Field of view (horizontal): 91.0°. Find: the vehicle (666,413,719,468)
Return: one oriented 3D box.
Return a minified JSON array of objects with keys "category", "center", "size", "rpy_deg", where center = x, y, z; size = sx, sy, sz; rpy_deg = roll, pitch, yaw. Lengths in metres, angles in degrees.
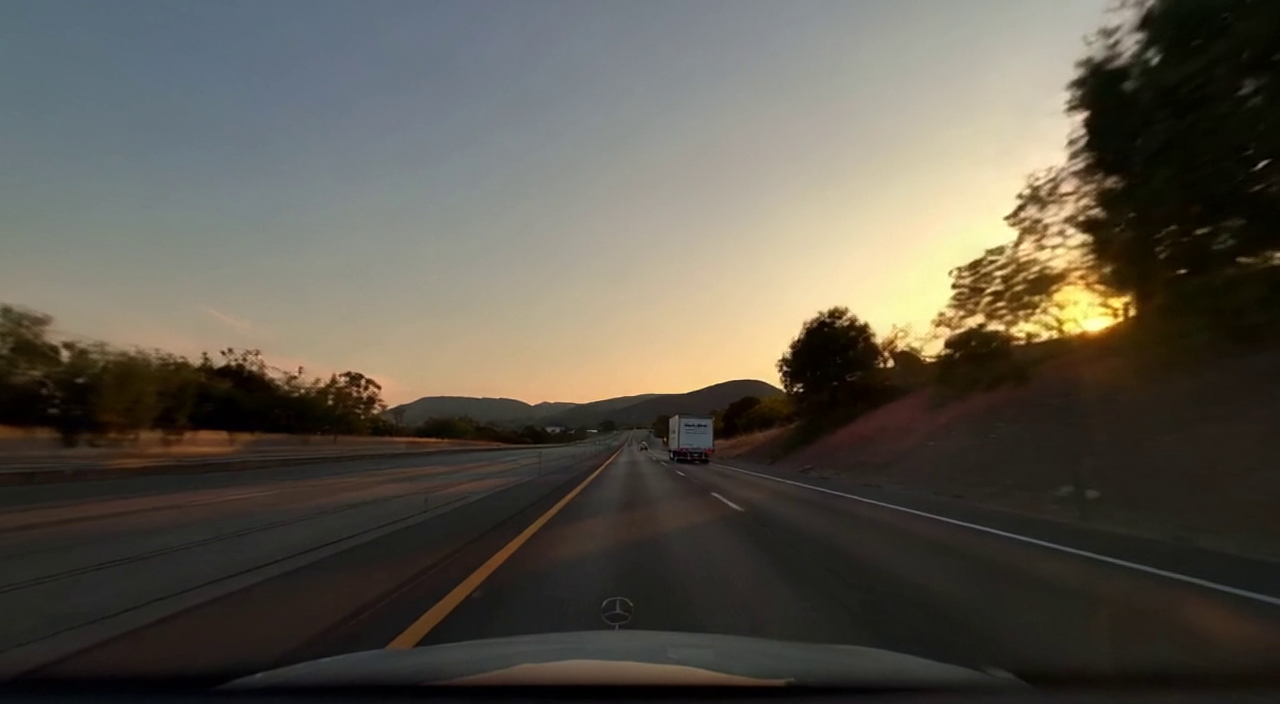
[{"category":"vehicle","center":[3.247,5.765,40.972],"size":[2.702,3.193,7.196],"rpy_deg":[0,-8,-1]}]
